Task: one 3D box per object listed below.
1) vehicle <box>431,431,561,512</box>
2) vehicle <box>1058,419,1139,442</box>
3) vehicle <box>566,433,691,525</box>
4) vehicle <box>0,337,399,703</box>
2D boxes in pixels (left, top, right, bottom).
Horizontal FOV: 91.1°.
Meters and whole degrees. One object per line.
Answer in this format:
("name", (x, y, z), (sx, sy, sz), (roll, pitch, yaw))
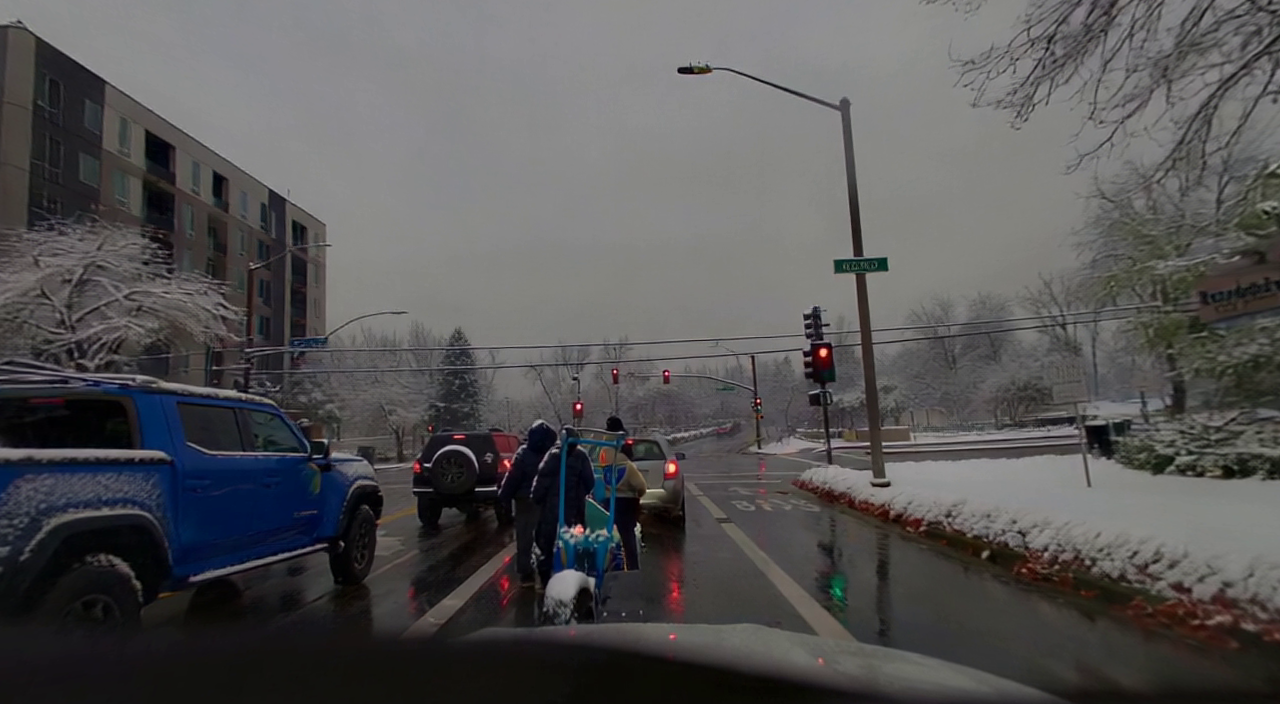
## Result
("vehicle", (-3.167, 2.715, 14.738), (1.935, 1.615, 4.073), (-1, -8, 2))
("vehicle", (30.711, 5.278, 42.104), (1.751, 1.420, 4.027), (8, -12, -43))
("vehicle", (-0.148, 2.355, 12.232), (2.025, 1.458, 4.085), (0, -8, 1))
("vehicle", (-3.616, 1.132, 4.449), (2.000, 1.809, 4.405), (0, -8, 1))
